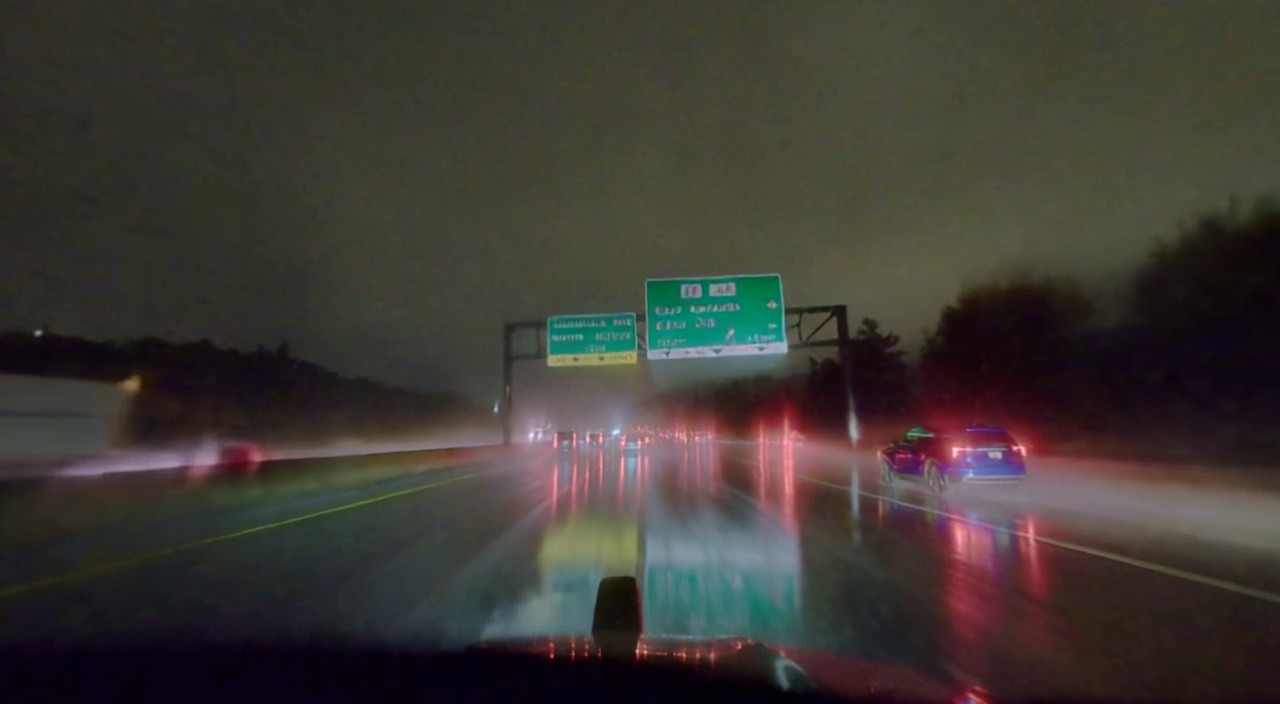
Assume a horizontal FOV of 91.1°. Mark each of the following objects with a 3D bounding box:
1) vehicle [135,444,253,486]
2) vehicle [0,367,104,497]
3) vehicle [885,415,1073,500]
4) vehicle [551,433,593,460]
[{"bbox_3d":[-17.193,4.333,24.470,1.760,1.473,3.820,0,-8,0],"label":"vehicle"},{"bbox_3d":[-21.270,2.019,16.061,2.899,4.010,14.107,0,-8,-1],"label":"vehicle"},{"bbox_3d":[7.351,2.319,14.192,1.956,1.634,3.935,0,-8,-1],"label":"vehicle"},{"bbox_3d":[-3.918,5.502,36.734,2.032,1.465,4.316,0,-8,-1],"label":"vehicle"}]
